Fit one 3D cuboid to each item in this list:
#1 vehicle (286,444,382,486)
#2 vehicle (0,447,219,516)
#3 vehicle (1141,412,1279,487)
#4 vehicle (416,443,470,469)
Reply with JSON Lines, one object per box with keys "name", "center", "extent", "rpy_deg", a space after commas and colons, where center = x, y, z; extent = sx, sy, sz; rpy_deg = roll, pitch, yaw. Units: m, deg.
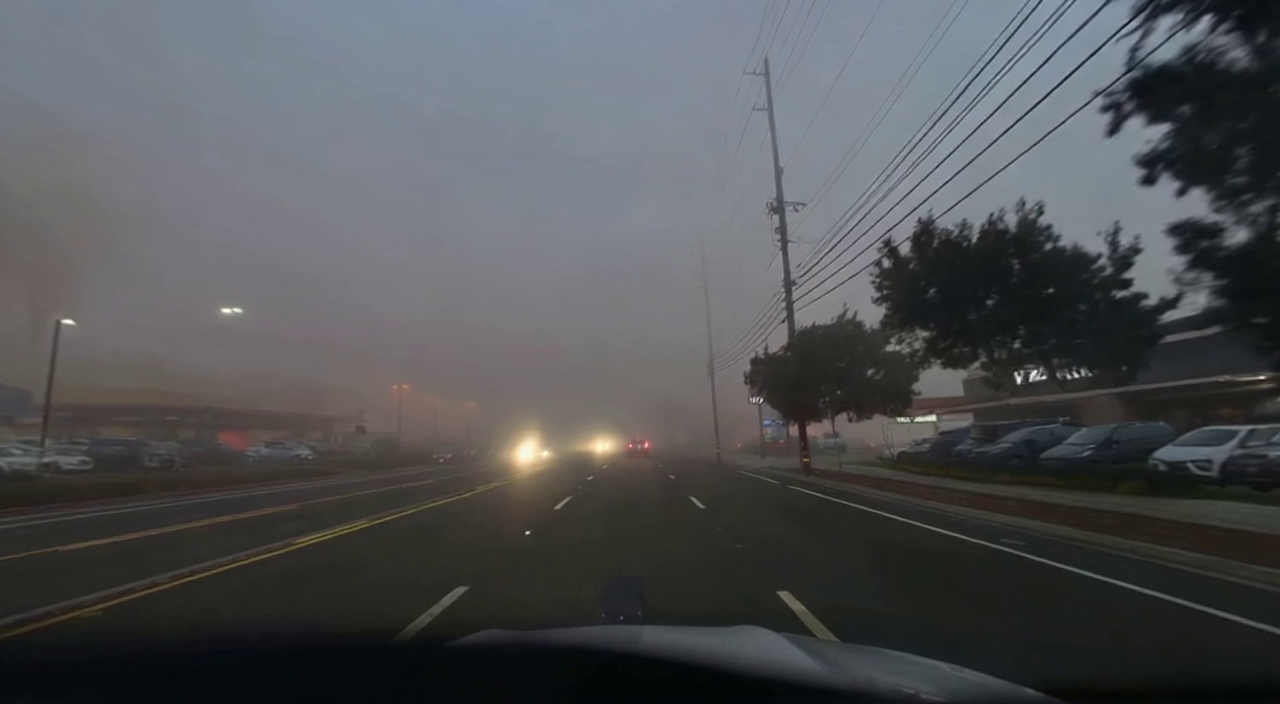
{"name": "vehicle", "center": [-13.628, 5.022, 28.487], "extent": [1.955, 1.549, 5.009], "rpy_deg": [-2, -8, -1]}
{"name": "vehicle", "center": [-13.499, 3.200, 16.243], "extent": [1.921, 1.453, 5.024], "rpy_deg": [0, -8, 0]}
{"name": "vehicle", "center": [14.417, 2.207, 14.403], "extent": [4.142, 1.568, 2.103], "rpy_deg": [0, -8, 2]}
{"name": "vehicle", "center": [-13.614, 7.210, 43.928], "extent": [2.014, 1.523, 5.092], "rpy_deg": [-3, -8, 1]}
